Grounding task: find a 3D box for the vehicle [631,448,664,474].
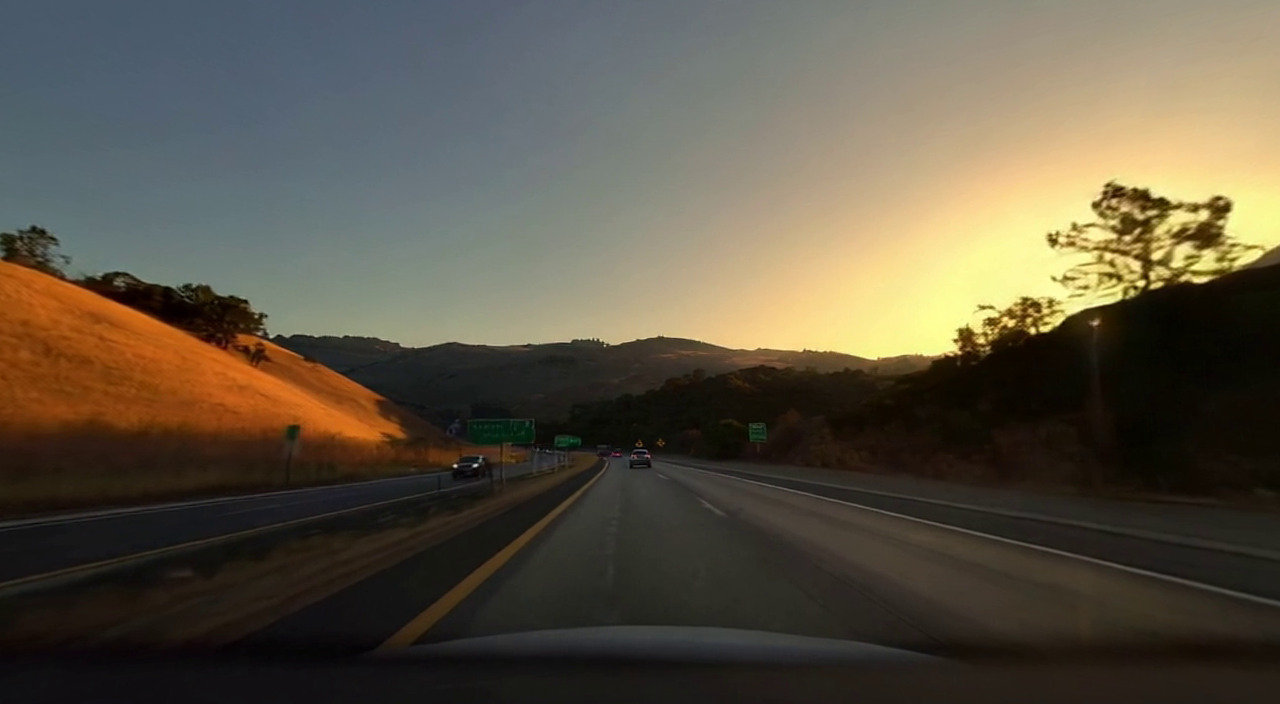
[{"bbox_3d":[0.459,7.483,43.369,2.160,1.691,4.243,0,-9,-1],"label":"vehicle"}]
